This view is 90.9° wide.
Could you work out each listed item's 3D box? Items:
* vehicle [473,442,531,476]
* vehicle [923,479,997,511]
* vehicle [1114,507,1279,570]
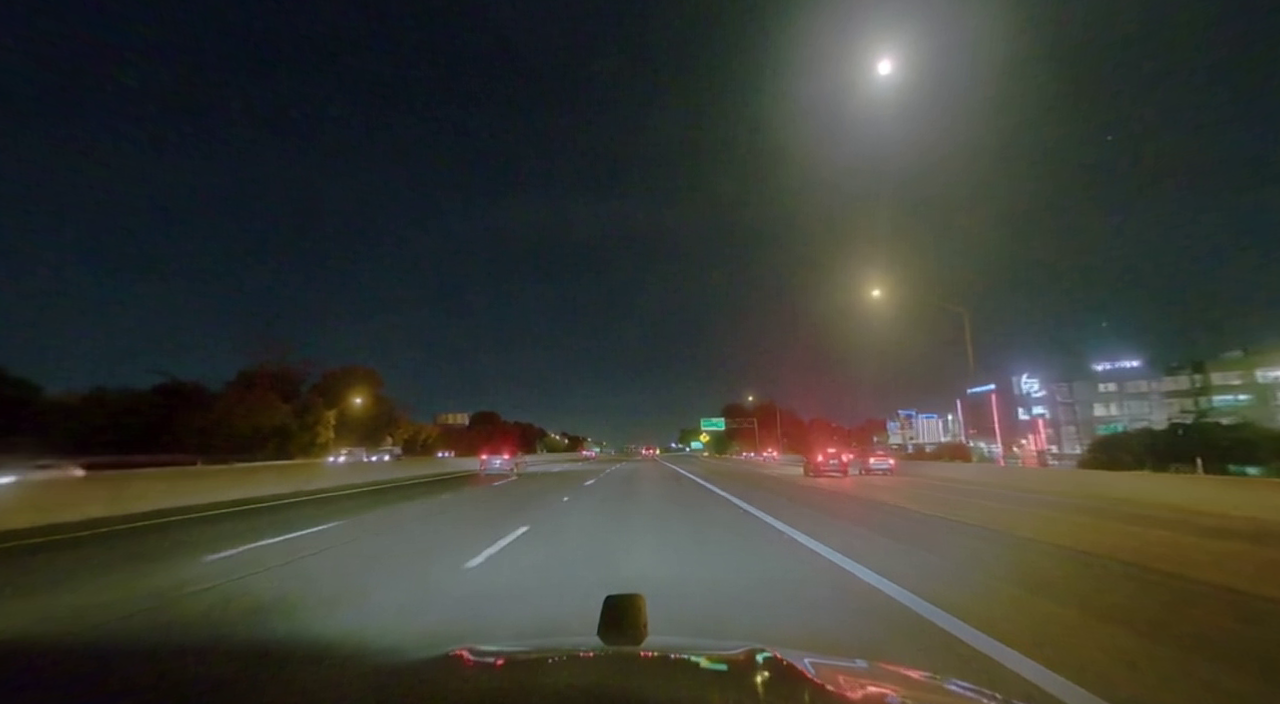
[{"bbox_3d":[-7.300,5.692,33.745,2.088,1.678,4.426,-1,-9,0],"label":"vehicle"},{"bbox_3d":[19.981,8.910,39.604,1.875,1.610,4.265,1,-9,-9],"label":"vehicle"},{"bbox_3d":[21.331,7.081,24.384,2.008,1.658,4.776,0,-9,-5],"label":"vehicle"}]
